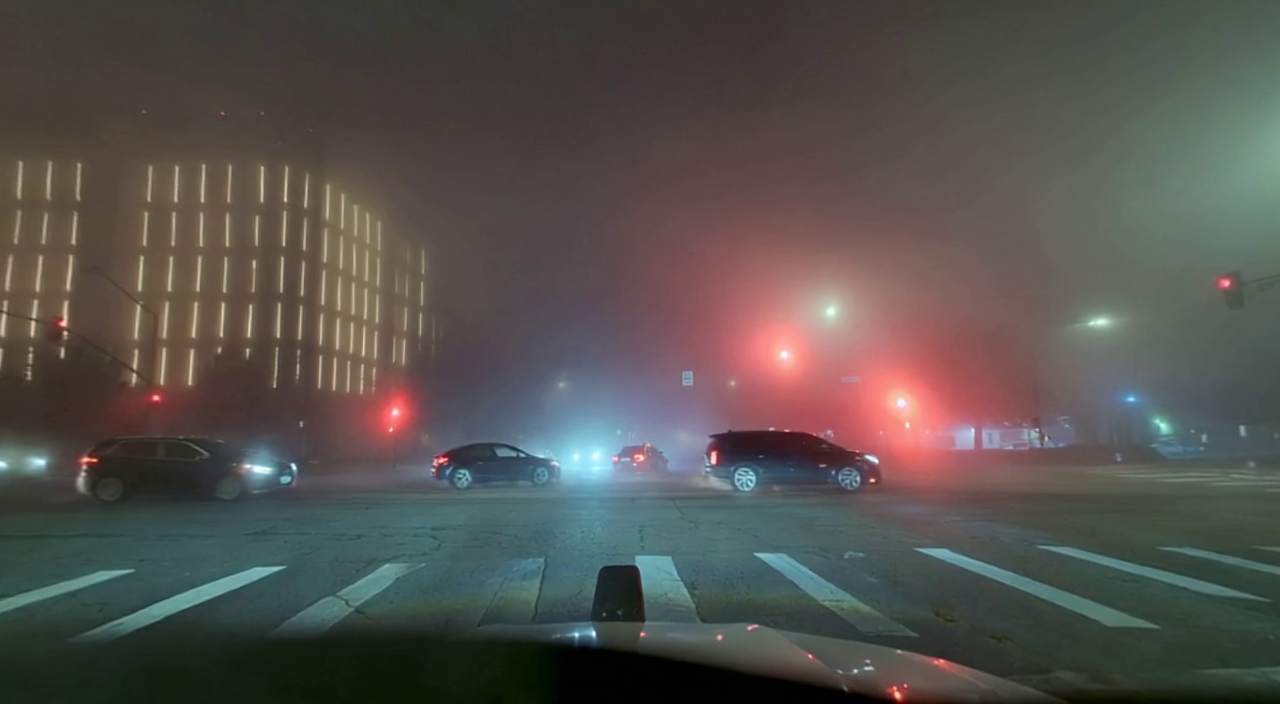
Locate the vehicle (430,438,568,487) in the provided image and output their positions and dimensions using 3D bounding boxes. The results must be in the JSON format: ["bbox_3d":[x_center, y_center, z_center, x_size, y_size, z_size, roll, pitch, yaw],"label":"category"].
[{"bbox_3d":[-4.966,3.834,22.285,4.397,1.569,1.955,3,-9,-23],"label":"vehicle"}]

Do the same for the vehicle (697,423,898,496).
[{"bbox_3d":[4.467,3.105,18.546,5.101,1.940,2.468,1,-8,-7],"label":"vehicle"}]

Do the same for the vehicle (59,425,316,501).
[{"bbox_3d":[-11.544,2.857,16.497,4.923,1.800,2.153,0,-8,-5],"label":"vehicle"}]

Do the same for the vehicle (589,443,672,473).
[{"bbox_3d":[-0.421,5.714,34.414,1.976,1.505,5.084,-6,-10,33],"label":"vehicle"}]
